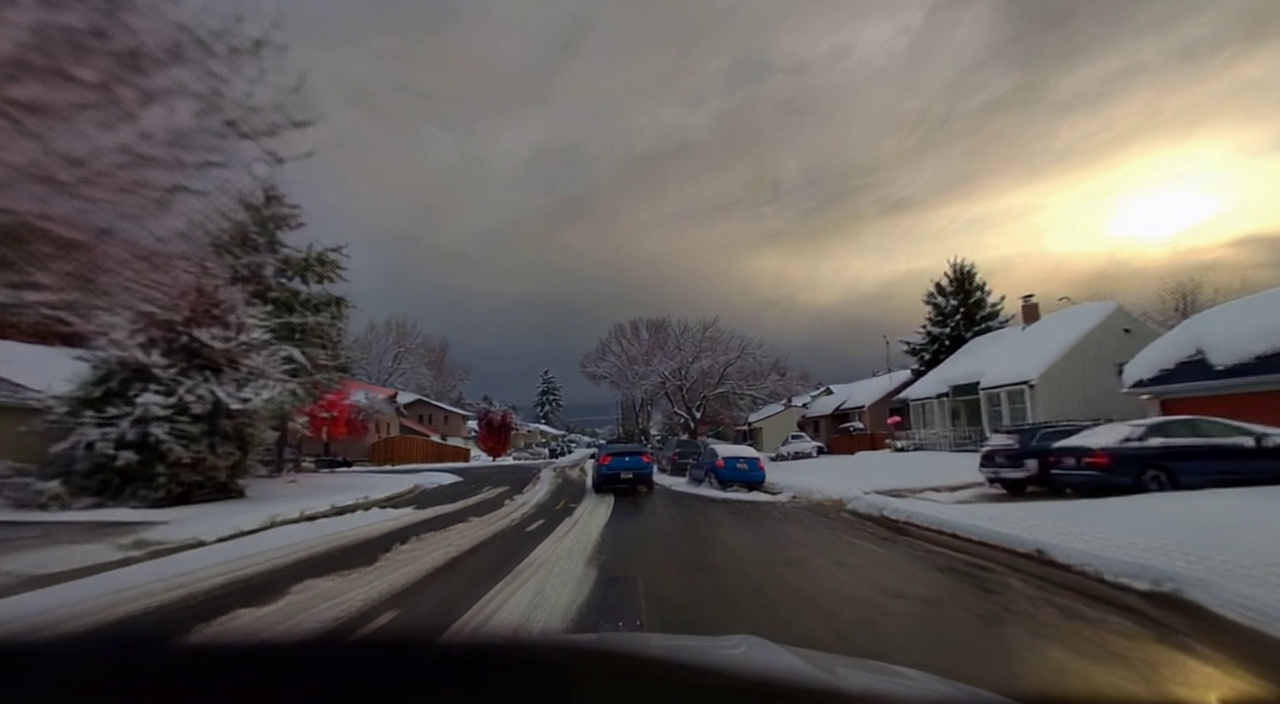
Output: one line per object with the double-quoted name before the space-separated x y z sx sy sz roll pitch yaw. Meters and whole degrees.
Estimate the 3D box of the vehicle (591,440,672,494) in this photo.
"vehicle" -0.396 3.490 19.626 2.192 1.474 4.192 1 -9 -5

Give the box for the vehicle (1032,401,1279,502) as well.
"vehicle" 10.530 1.856 12.269 4.524 1.587 2.064 -2 -8 -8

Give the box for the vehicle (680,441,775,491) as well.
"vehicle" 2.747 3.746 21.107 2.089 1.462 4.529 1 -9 -6
